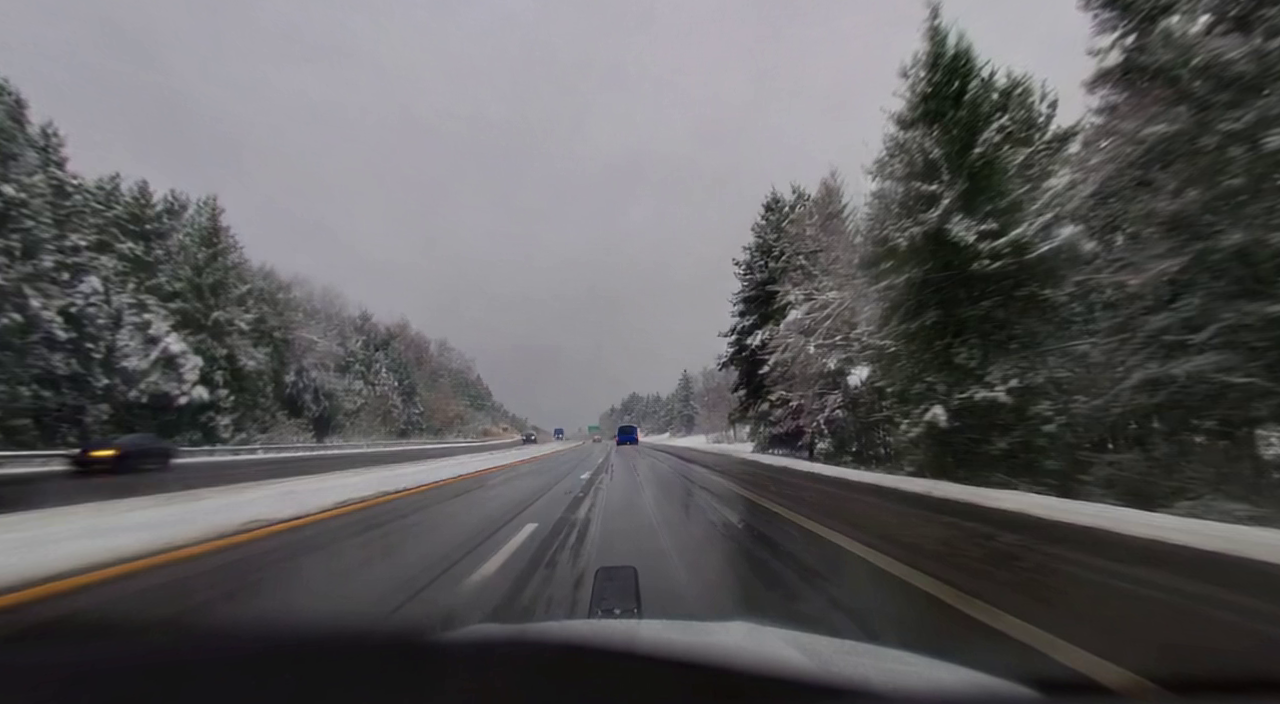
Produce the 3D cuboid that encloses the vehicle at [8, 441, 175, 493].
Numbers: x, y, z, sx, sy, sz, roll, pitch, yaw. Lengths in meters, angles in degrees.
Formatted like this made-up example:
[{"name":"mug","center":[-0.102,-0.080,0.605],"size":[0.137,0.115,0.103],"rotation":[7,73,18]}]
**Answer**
[{"name":"vehicle","center":[-17.244,3.585,20.139],"size":[1.776,1.417,4.018],"rotation":[0,-8,-1]}]
